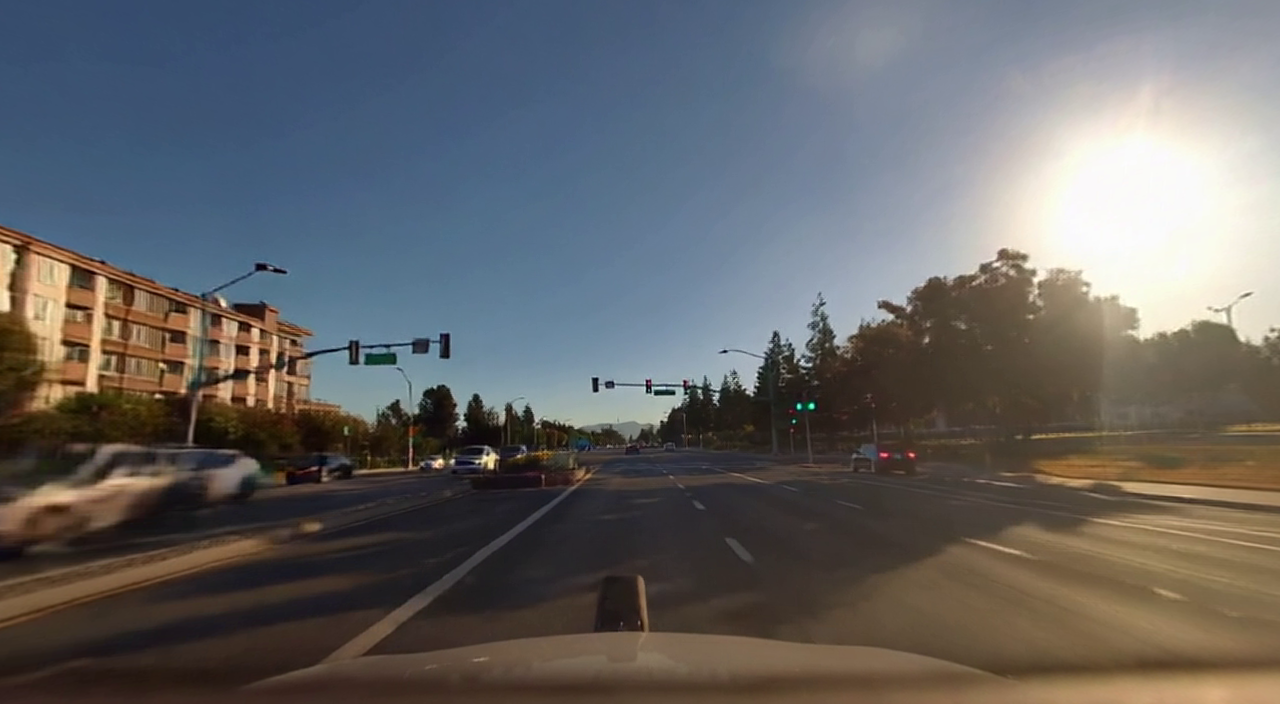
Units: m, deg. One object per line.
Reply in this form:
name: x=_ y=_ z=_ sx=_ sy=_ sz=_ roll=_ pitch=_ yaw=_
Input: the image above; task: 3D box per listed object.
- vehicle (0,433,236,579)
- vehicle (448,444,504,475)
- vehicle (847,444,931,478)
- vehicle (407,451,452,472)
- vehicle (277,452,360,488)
vehicle: x=-8.603 y=2.142 z=9.561 sx=2.035 sy=1.711 sz=4.463 roll=0 pitch=-9 yaw=-1
vehicle: x=-9.283 y=6.119 z=36.142 sx=2.010 sy=1.682 sz=4.346 roll=0 pitch=-9 yaw=0
vehicle: x=11.610 y=5.116 z=29.885 sx=1.955 sy=1.455 sz=4.727 roll=0 pitch=-9 yaw=-1
vehicle: x=-15.948 y=8.294 z=48.119 sx=1.950 sy=1.511 sz=4.267 roll=0 pitch=-9 yaw=0
vehicle: x=-15.785 y=5.784 z=31.294 sx=1.892 sy=1.631 sz=4.226 roll=0 pitch=-9 yaw=0
